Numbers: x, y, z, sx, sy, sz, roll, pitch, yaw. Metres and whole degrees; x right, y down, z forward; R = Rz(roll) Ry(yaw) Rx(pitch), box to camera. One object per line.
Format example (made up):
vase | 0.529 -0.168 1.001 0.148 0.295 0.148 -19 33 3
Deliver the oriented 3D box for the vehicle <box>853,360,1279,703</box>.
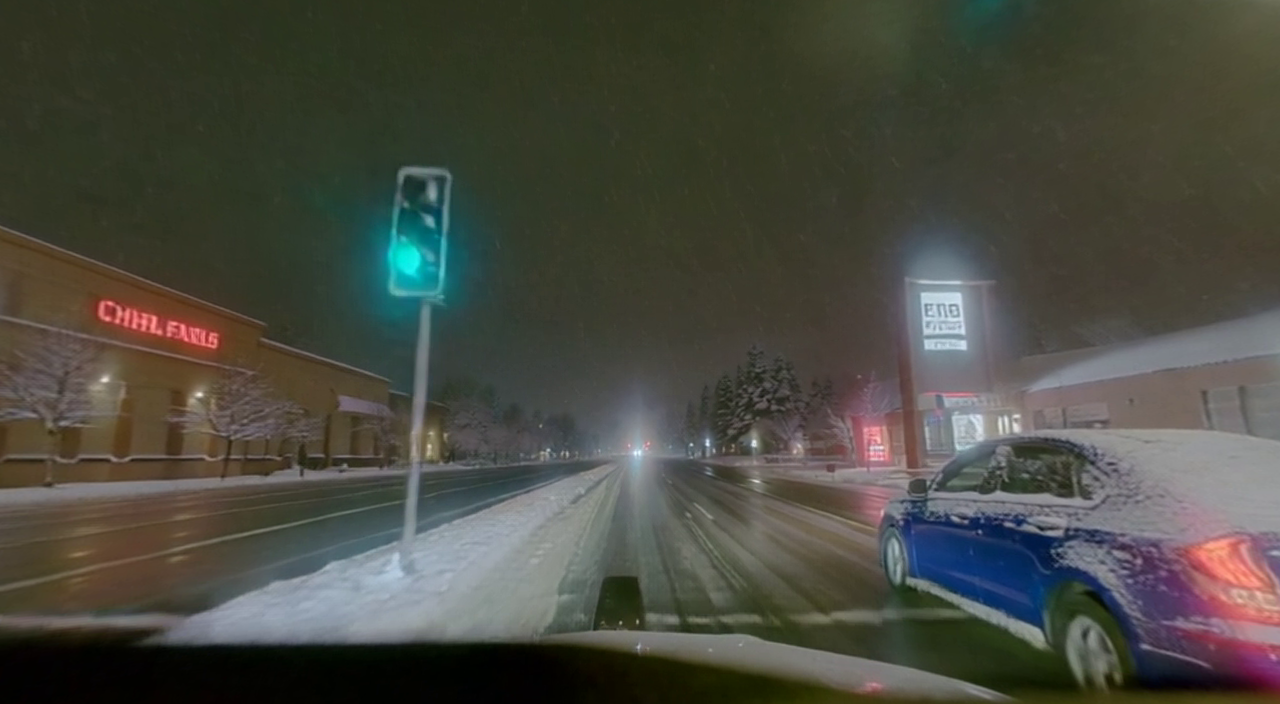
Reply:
vehicle | 3.160 1.077 3.657 2.015 1.641 4.995 0 -8 -1
